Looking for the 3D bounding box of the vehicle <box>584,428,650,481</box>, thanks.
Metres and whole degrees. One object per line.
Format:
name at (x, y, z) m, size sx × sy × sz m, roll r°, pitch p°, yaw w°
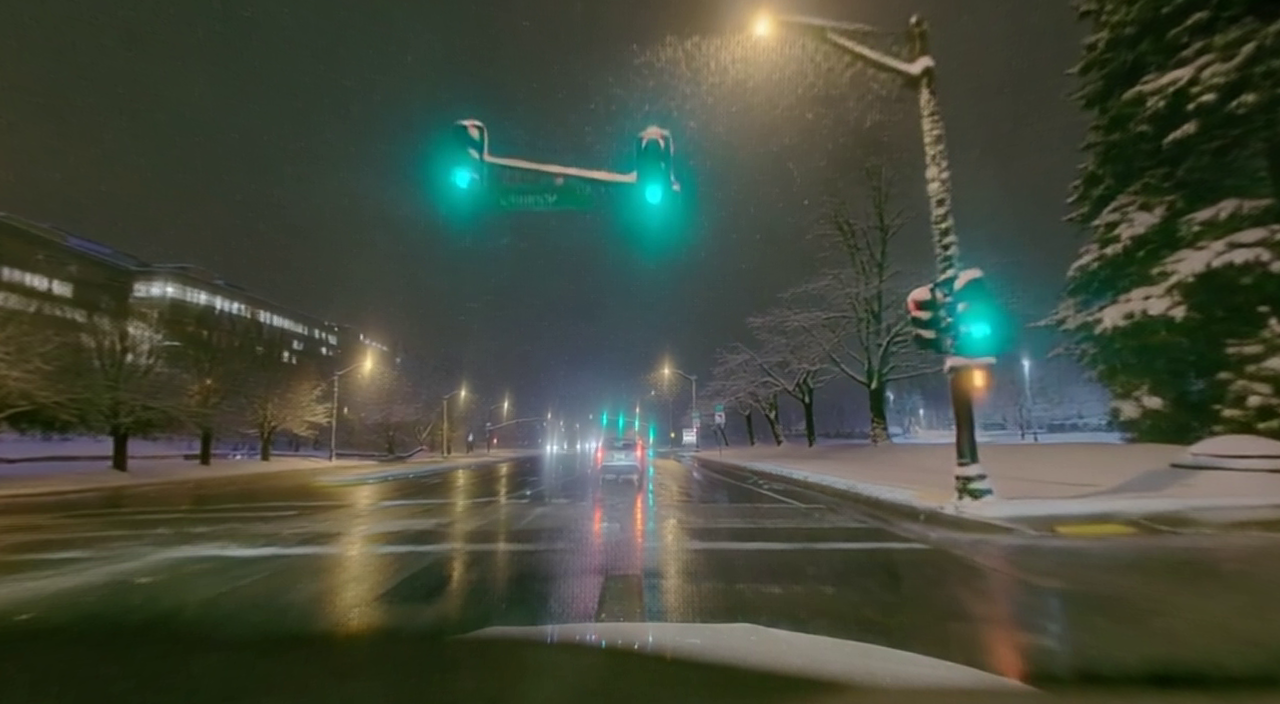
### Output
vehicle at (-0.793, 3.662, 22.760) m, size 2.130 × 1.711 × 4.038 m, roll 0°, pitch -9°, yaw -1°
